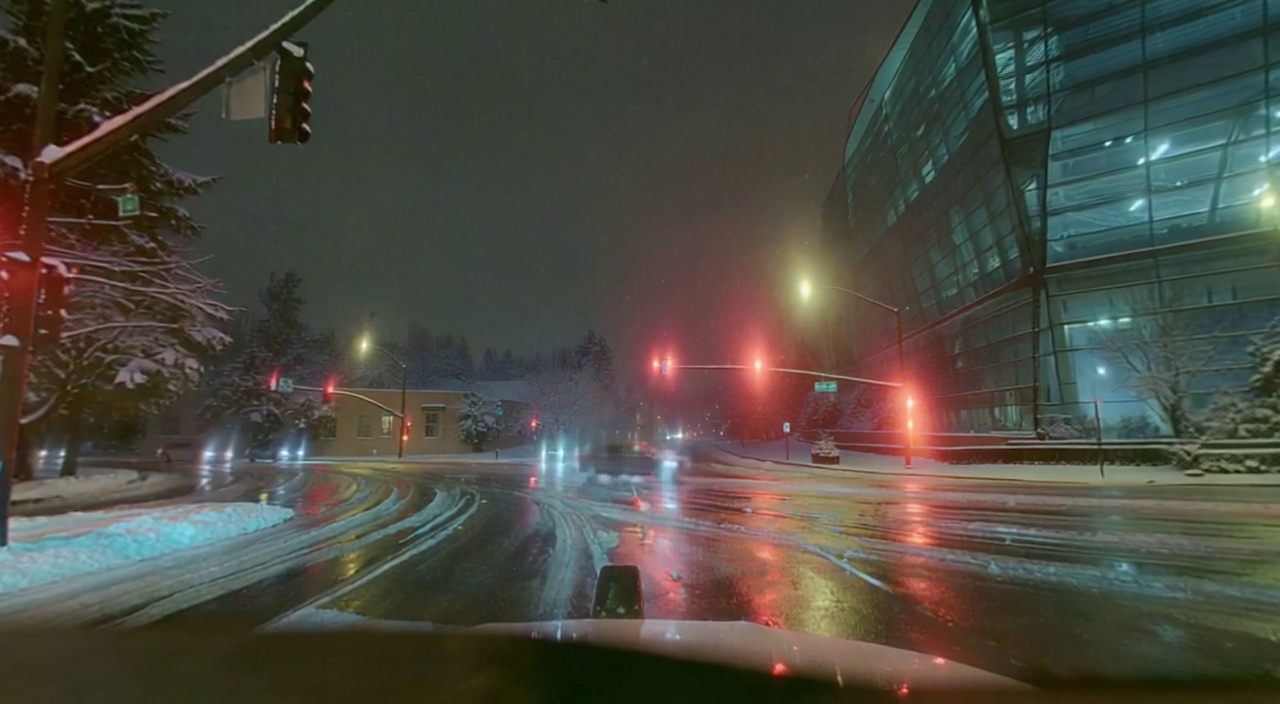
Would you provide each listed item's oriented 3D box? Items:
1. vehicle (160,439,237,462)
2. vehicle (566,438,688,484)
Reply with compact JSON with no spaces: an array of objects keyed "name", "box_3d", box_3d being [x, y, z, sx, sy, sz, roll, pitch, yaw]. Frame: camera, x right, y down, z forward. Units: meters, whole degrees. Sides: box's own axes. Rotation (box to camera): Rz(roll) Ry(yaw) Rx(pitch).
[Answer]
[{"name":"vehicle","box_3d":[-30.784,6.879,43.965,5.408,1.505,2.091,-5,-10,28]},{"name":"vehicle","box_3d":[-0.522,3.915,23.025,4.110,1.511,1.883,-7,-11,36]}]
